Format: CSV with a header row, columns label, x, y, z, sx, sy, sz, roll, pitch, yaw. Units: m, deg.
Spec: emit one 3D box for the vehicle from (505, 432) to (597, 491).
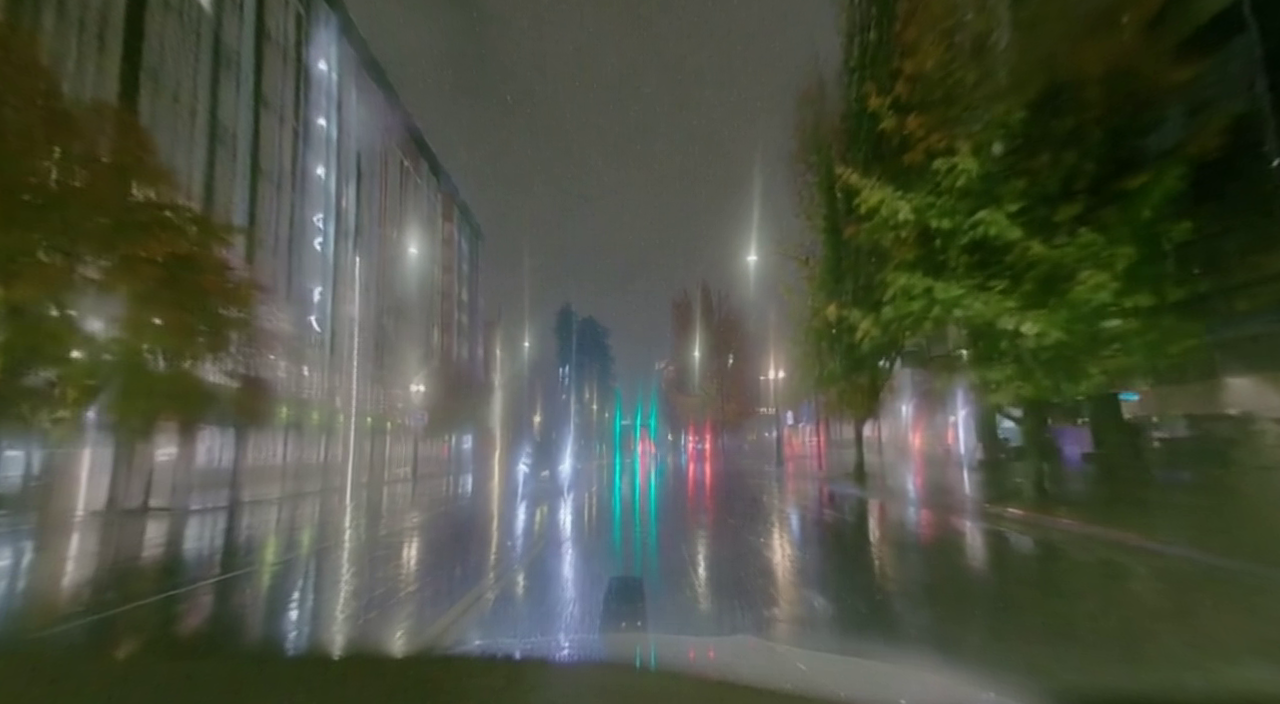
label,x,y,z,sx,sy,sz,roll,pitch,yaw
vehicle,-2.834,3.610,21.109,2.332,1.732,4.463,-1,-8,1
